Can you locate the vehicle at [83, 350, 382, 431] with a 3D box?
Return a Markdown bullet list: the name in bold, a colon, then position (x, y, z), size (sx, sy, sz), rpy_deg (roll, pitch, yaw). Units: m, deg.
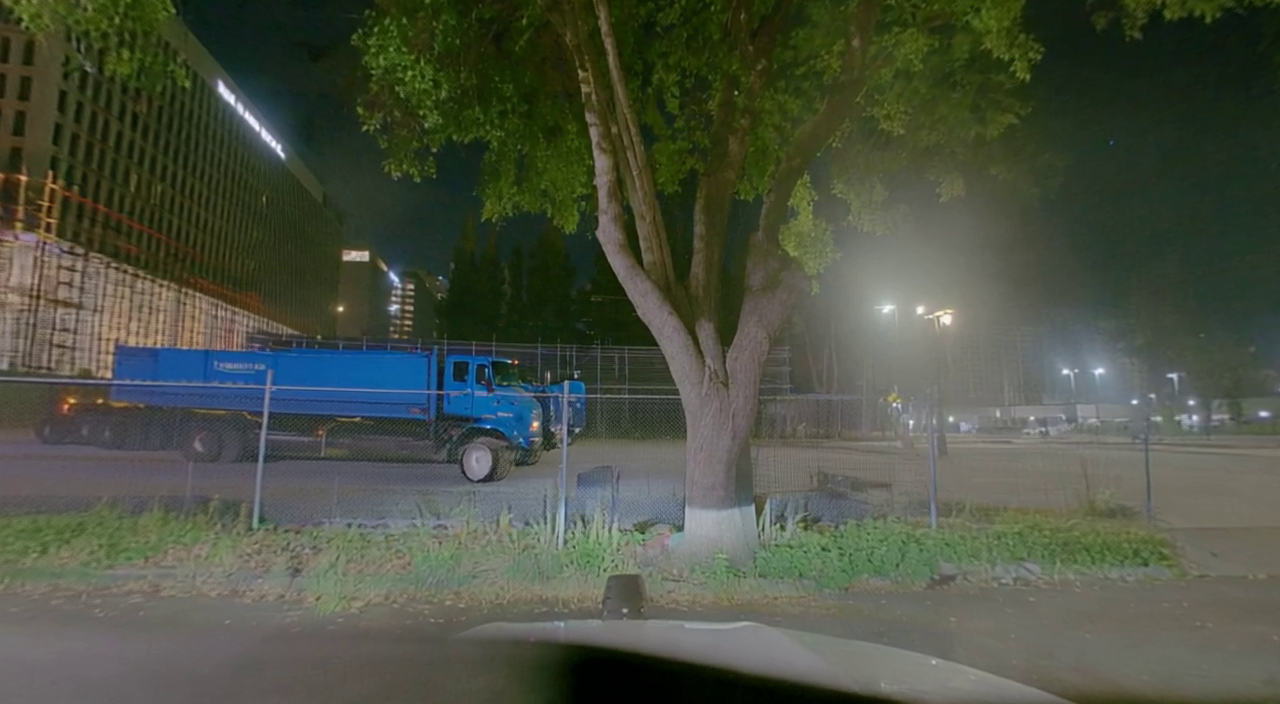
- **vehicle**: position (-22.754, 2.420, 36.444), size (14.067, 4.099, 2.832), rpy_deg (3, -7, -15)
